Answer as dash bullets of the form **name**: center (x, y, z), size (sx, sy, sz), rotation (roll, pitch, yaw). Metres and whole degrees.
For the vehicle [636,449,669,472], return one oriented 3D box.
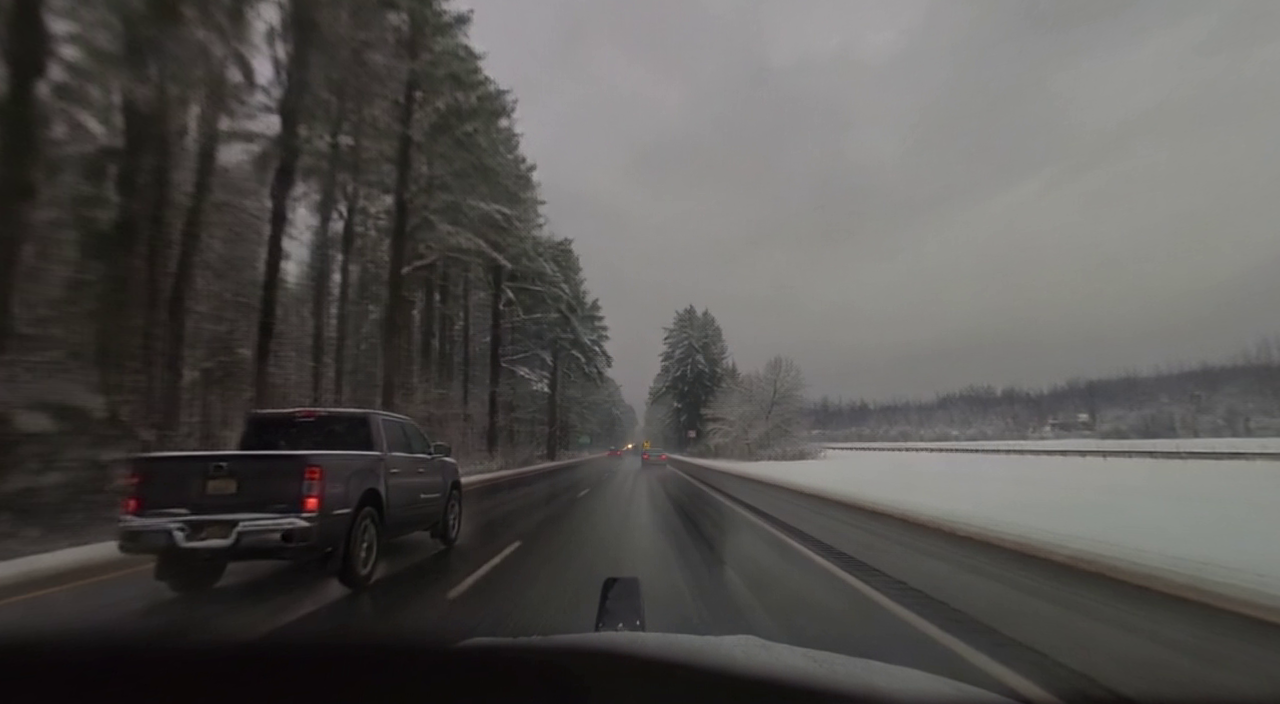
- **vehicle**: center (0.824, 7.375, 43.159), size (2.046, 1.452, 4.407), rotation (0, -9, -2)

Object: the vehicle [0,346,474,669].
- **vehicle**: center (-3.621, 1.339, 6.545), size (2.418, 2.049, 4.930), rotation (0, -9, 0)
